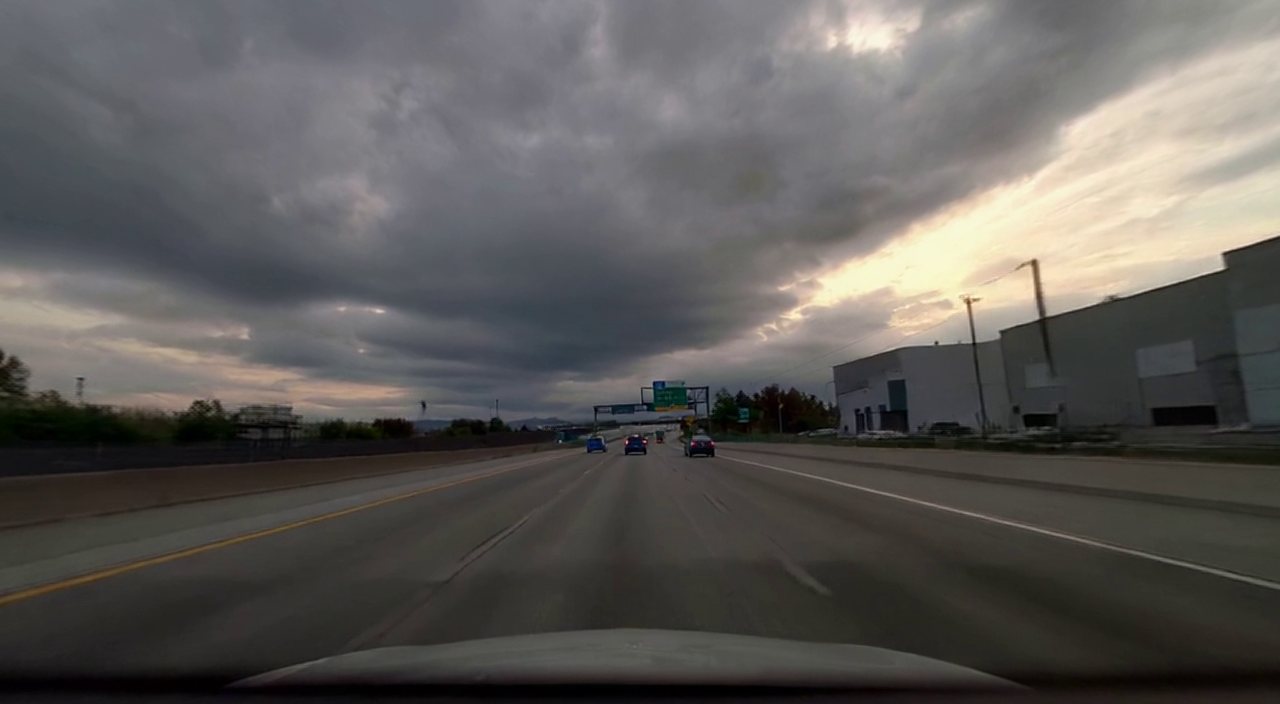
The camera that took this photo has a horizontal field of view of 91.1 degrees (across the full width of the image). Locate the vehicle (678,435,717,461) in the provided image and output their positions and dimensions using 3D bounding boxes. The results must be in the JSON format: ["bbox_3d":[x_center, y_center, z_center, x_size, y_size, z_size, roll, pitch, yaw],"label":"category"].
[{"bbox_3d":[3.527,5.961,39.090,1.992,1.532,3.996,0,-8,-1],"label":"vehicle"}]
